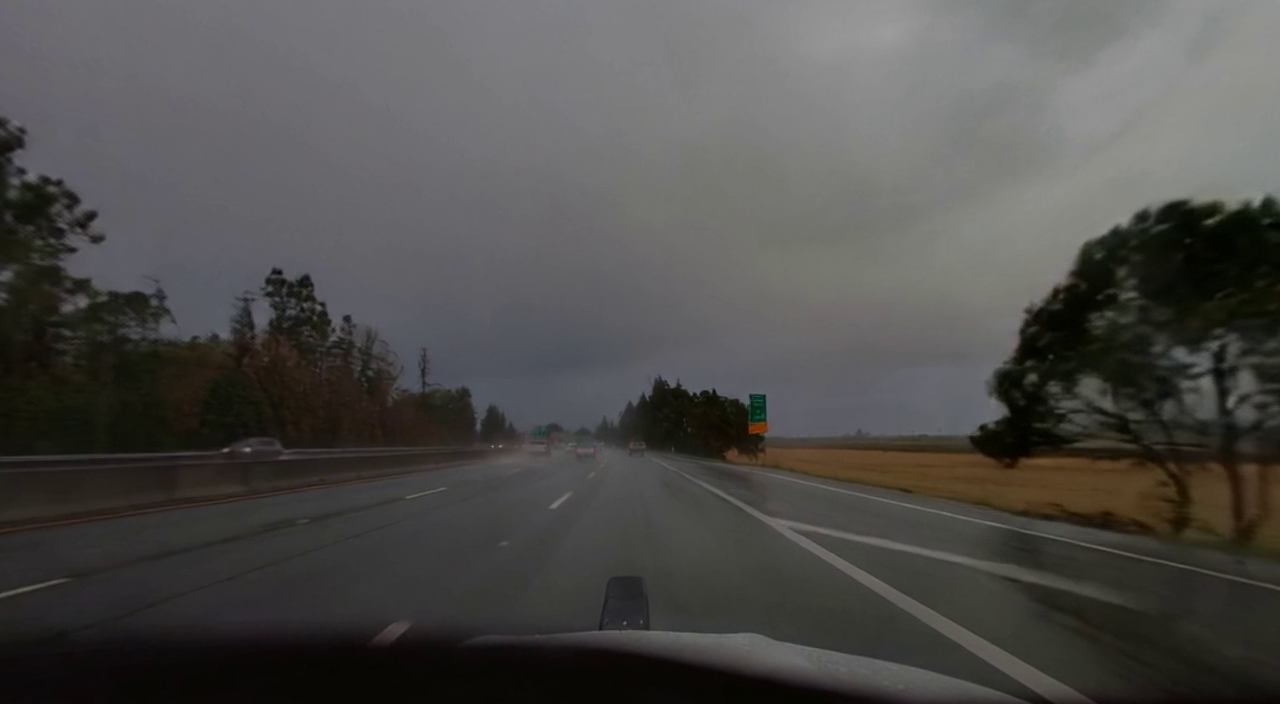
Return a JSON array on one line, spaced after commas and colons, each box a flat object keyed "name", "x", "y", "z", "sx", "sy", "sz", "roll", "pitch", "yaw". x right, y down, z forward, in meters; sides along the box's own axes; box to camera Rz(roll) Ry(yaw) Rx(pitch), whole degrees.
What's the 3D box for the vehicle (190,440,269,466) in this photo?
[{"name": "vehicle", "x": -25.748, "y": 6.346, "z": 39.596, "sx": 1.901, "sy": 1.571, "sz": 4.660, "roll": 0, "pitch": -8, "yaw": -1}]
